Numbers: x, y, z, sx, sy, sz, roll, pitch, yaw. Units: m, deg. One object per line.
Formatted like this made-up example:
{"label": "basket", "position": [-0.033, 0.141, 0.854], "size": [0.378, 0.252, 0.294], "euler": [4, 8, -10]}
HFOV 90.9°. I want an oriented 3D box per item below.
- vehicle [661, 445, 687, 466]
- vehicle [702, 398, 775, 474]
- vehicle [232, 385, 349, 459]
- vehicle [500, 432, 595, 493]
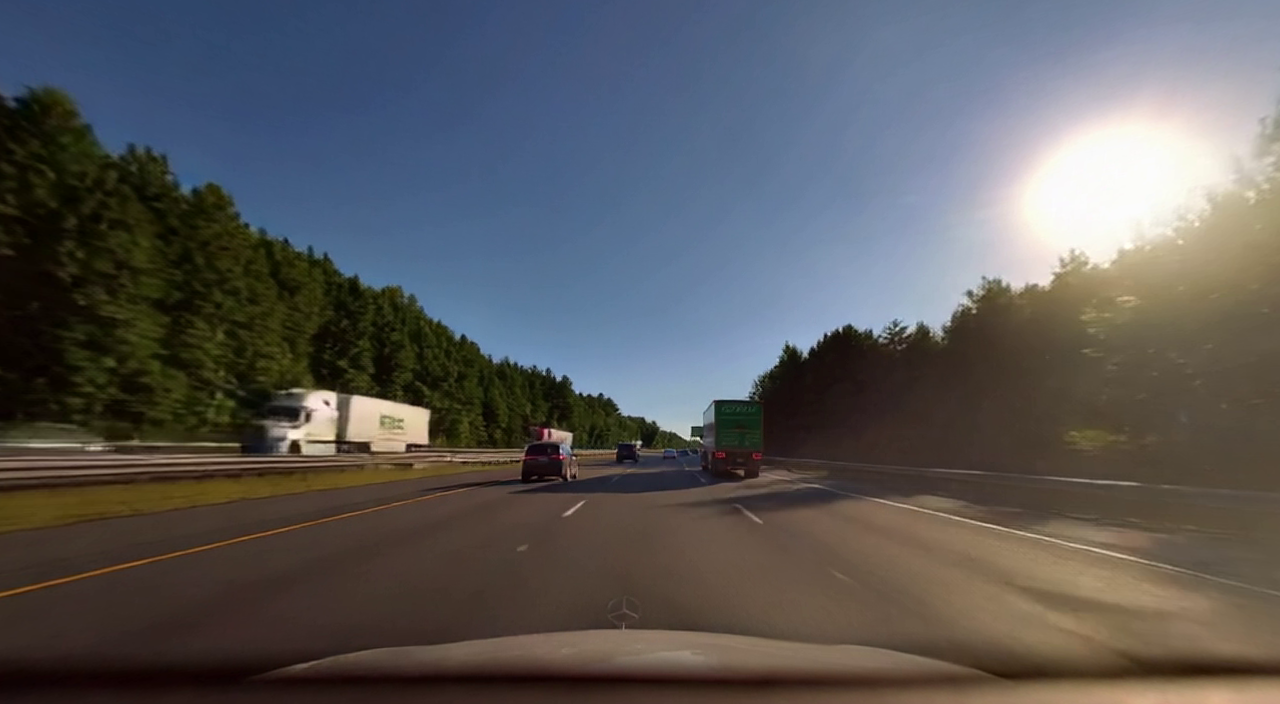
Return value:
{"label": "vehicle", "position": [2.681, 8.182, 49.849], "size": [1.990, 1.537, 3.725], "euler": [0, -9, 3]}
{"label": "vehicle", "position": [5.926, 5.529, 40.524], "size": [3.057, 3.993, 13.914], "euler": [0, -9, 3]}
{"label": "vehicle", "position": [-19.830, 4.128, 36.211], "size": [2.955, 3.915, 5.783], "euler": [0, -9, 4]}
{"label": "vehicle", "position": [-2.823, 3.513, 20.338], "size": [2.205, 1.728, 4.397], "euler": [0, -9, 3]}
